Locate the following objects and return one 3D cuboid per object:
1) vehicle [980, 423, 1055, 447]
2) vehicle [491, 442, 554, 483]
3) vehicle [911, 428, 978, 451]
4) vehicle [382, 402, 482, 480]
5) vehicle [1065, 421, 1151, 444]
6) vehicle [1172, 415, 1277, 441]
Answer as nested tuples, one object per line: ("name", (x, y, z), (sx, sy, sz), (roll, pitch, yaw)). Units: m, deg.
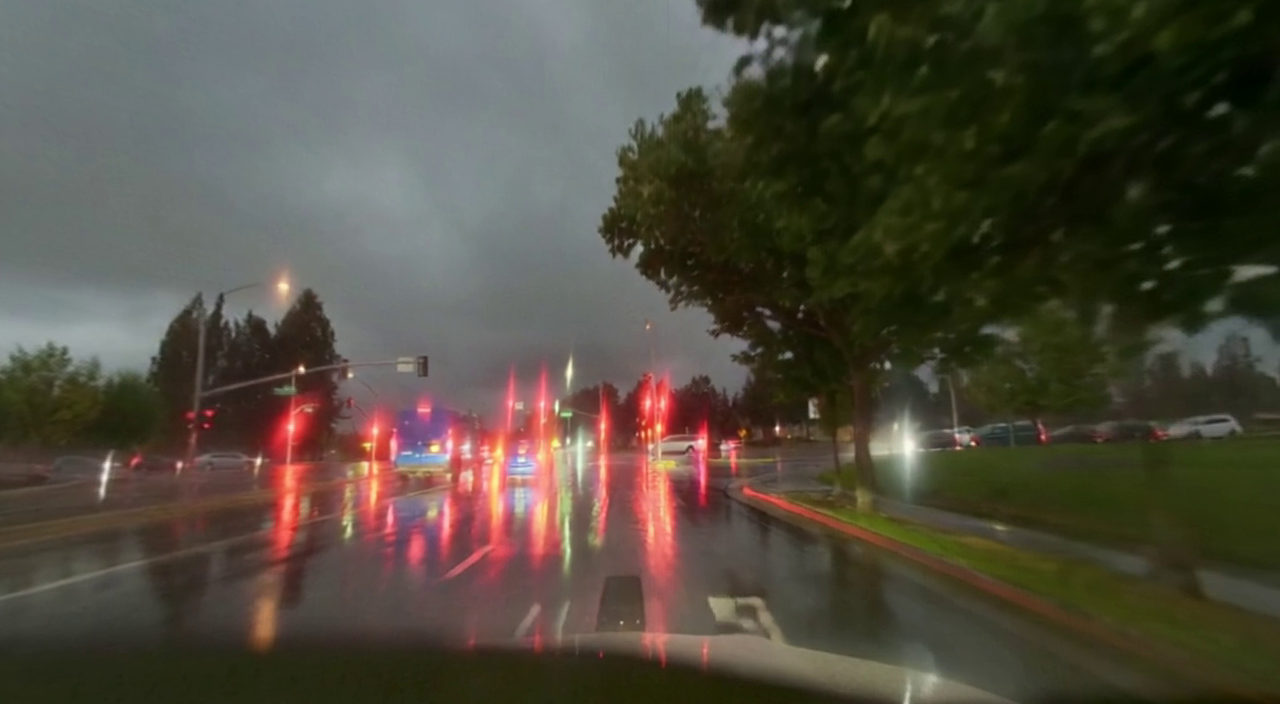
("vehicle", (26.809, 5.915, 44.806), (4.056, 1.659, 1.881), (-2, -9, 11))
("vehicle", (-4.619, 4.412, 25.407), (2.019, 1.485, 4.565), (1, -9, -5))
("vehicle", (20.513, 5.959, 42.477), (3.718, 1.480, 1.981), (3, -9, -20))
("vehicle", (-8.647, 3.861, 27.032), (2.461, 2.889, 6.776), (1, -9, -5))
("vehicle", (32.529, 5.645, 43.916), (4.342, 1.513, 1.838), (-2, -9, 13))
("vehicle", (39.239, 5.127, 42.406), (4.643, 1.620, 1.938), (-2, -9, 15))
